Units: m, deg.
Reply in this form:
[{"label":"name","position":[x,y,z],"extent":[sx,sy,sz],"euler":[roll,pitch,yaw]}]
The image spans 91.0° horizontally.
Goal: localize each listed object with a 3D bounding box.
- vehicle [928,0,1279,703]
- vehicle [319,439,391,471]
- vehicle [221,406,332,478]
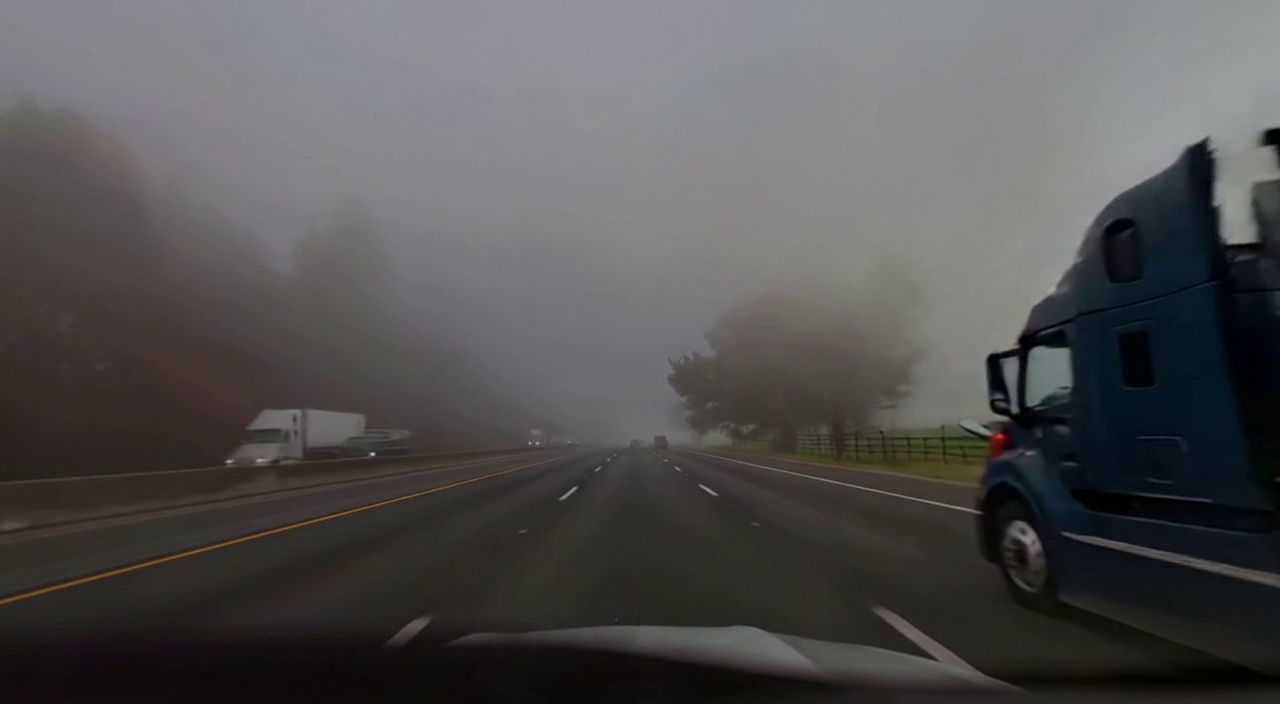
[{"label":"vehicle","position":[4.004,-0.053,1.506],"extent":[2.766,3.349,7.796],"euler":[0,-8,-1]},{"label":"vehicle","position":[-16.654,6.008,37.041],"extent":[2.036,1.742,4.794],"euler":[0,-8,-1]},{"label":"vehicle","position":[-21.417,5.335,37.560],"extent":[3.006,3.901,5.946],"euler":[-1,-8,-1]}]
